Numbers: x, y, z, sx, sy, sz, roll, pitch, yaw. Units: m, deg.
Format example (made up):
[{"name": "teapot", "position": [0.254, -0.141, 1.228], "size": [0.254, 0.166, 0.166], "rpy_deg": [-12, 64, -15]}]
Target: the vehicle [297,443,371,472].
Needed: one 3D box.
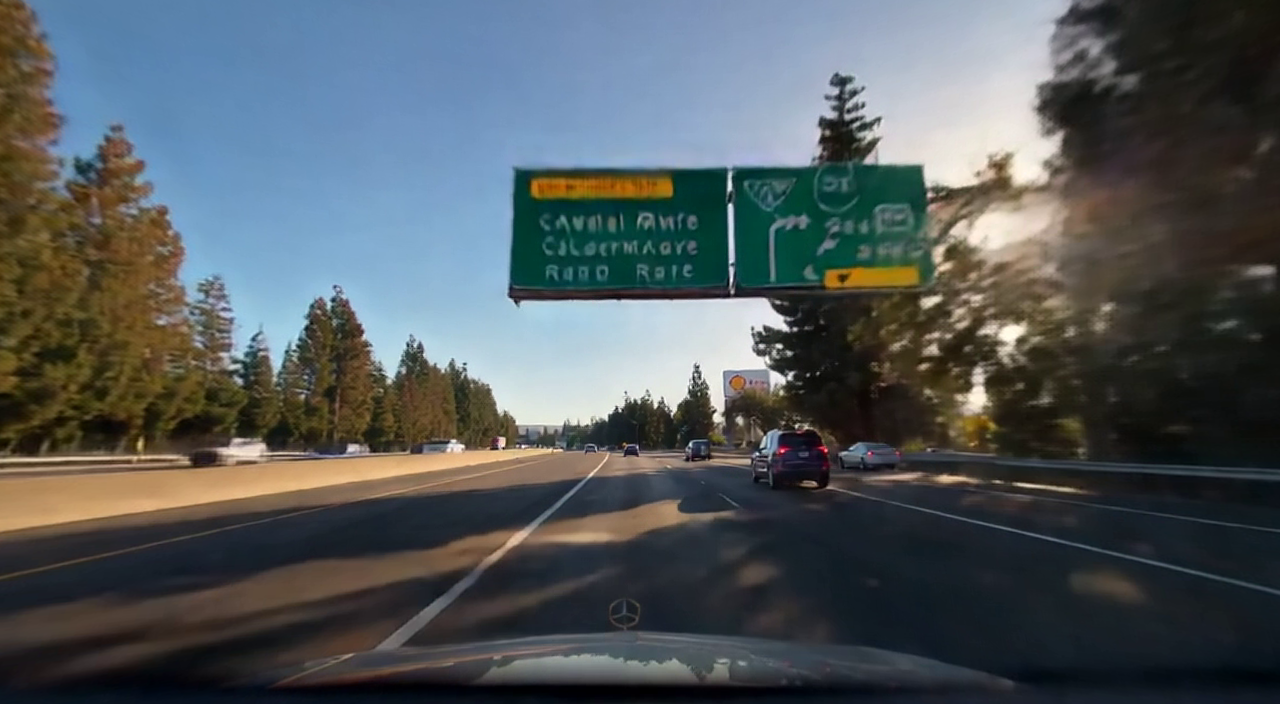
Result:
[{"name": "vehicle", "position": [-16.625, 5.741, 34.492], "size": [1.816, 1.481, 4.478], "rpy_deg": [0, -8, -1]}]

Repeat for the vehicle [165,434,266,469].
[{"name": "vehicle", "position": [-25.167, 5.935, 37.668], "size": [2.208, 1.933, 5.580], "rpy_deg": [0, -8, -1]}]

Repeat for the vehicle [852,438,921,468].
[{"name": "vehicle", "position": [14.201, 5.850, 36.503], "size": [2.072, 1.611, 4.387], "rpy_deg": [0, -8, -2]}]

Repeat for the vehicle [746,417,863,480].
[{"name": "vehicle", "position": [6.843, 4.197, 27.638], "size": [2.779, 2.339, 8.073], "rpy_deg": [0, -8, -1]}]
